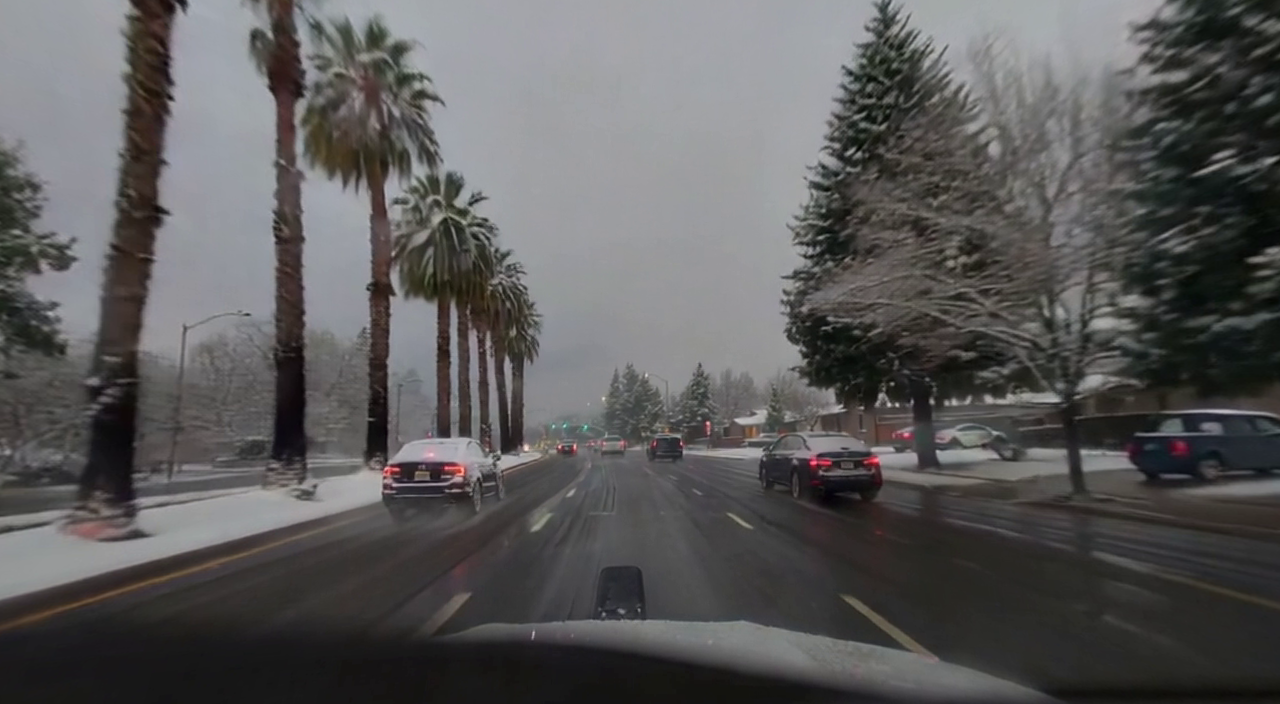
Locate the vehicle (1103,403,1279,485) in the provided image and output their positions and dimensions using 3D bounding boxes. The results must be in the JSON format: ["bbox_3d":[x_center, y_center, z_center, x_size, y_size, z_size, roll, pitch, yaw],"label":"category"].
[{"bbox_3d":[13.410,2.060,14.236,4.408,1.673,1.969,0,-9,-3],"label":"vehicle"}]

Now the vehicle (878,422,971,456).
[{"bbox_3d":[15.183,4.719,33.979,1.978,1.669,4.515,2,-9,-17],"label":"vehicle"}]

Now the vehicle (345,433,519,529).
[{"bbox_3d":[-3.664,2.335,12.037,1.924,1.473,4.200,0,-8,-1],"label":"vehicle"}]

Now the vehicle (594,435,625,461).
[{"bbox_3d":[-2.390,7.384,48.425,2.164,1.867,4.254,0,-9,-5],"label":"vehicle"}]

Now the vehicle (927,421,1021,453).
[{"bbox_3d":[18.580,4.784,35.354,1.983,1.676,4.326,3,-9,-19],"label":"vehicle"}]

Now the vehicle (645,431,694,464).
[{"bbox_3d":[1.781,6.067,40.246,2.391,1.960,5.600,0,-9,-5],"label":"vehicle"}]

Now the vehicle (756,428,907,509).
[{"bbox_3d":[3.968,2.487,13.903,1.870,1.491,4.009,0,-9,-3],"label":"vehicle"}]
